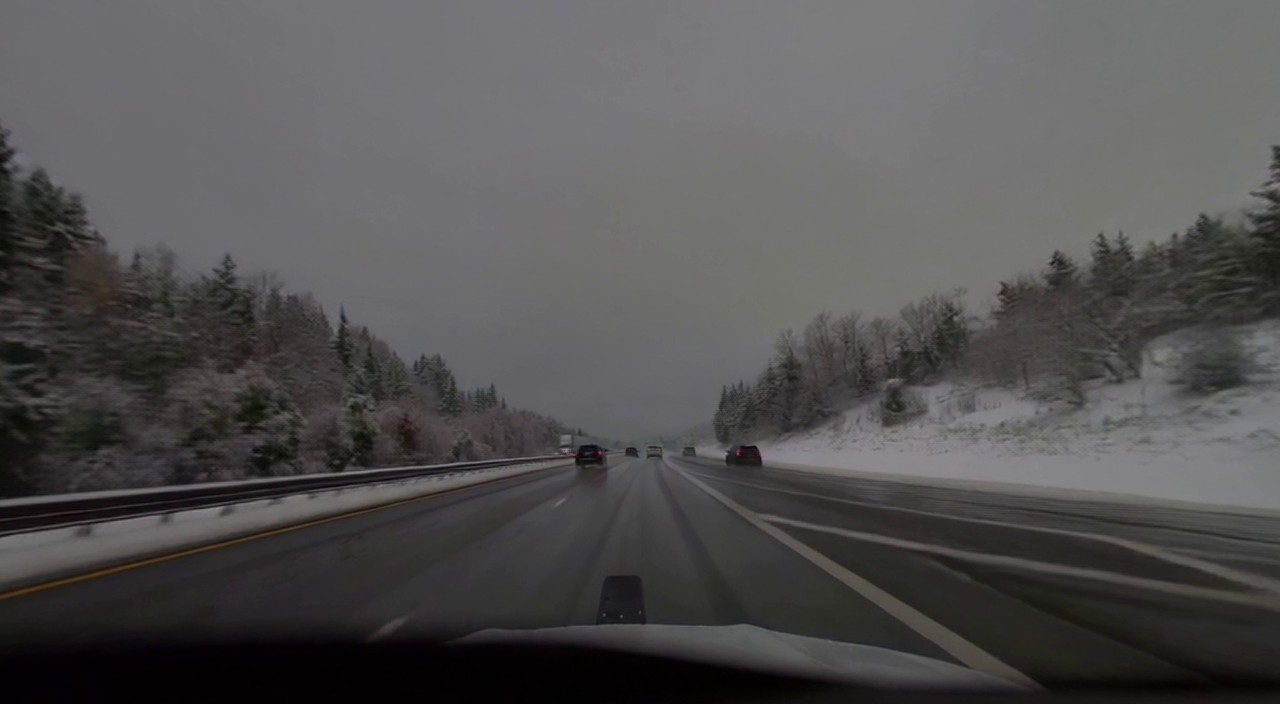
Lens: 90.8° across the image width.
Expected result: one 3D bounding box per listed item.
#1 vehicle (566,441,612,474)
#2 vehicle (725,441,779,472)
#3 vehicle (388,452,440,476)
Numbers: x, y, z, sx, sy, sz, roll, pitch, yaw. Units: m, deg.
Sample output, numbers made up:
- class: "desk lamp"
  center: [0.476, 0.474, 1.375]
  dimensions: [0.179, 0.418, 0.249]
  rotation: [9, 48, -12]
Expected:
- class: "vehicle"
  center: [-2.714, 5.739, 34.498]
  dimensions: [2.037, 1.638, 4.274]
  rotation: [0, -9, 1]
- class: "vehicle"
  center: [6.279, 5.893, 35.896]
  dimensions: [2.021, 1.639, 4.203]
  rotation: [0, -9, -3]
- class: "vehicle"
  center: [-15.343, 7.621, 43.085]
  dimensions: [1.861, 1.466, 4.266]
  rotation: [0, -9, 1]
